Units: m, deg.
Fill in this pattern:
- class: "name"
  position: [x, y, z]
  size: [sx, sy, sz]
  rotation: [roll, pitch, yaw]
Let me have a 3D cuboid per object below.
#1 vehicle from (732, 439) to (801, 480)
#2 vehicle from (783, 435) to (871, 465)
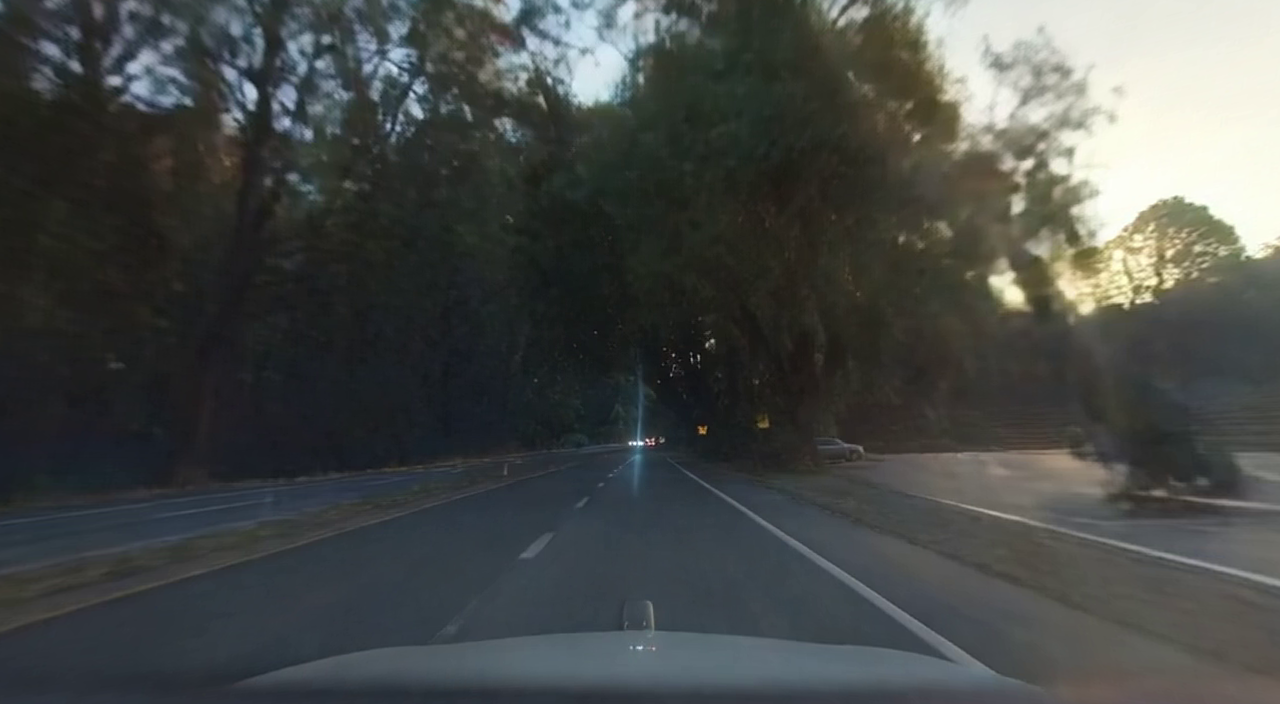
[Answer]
- class: "vehicle"
  position: [5.072, 4.373, 25.970]
  size: [1.920, 1.514, 4.746]
  rotation: [0, -8, 1]
- class: "vehicle"
  position: [11.981, 6.300, 40.654]
  size: [4.920, 1.826, 2.328]
  rotation: [1, -8, 0]
